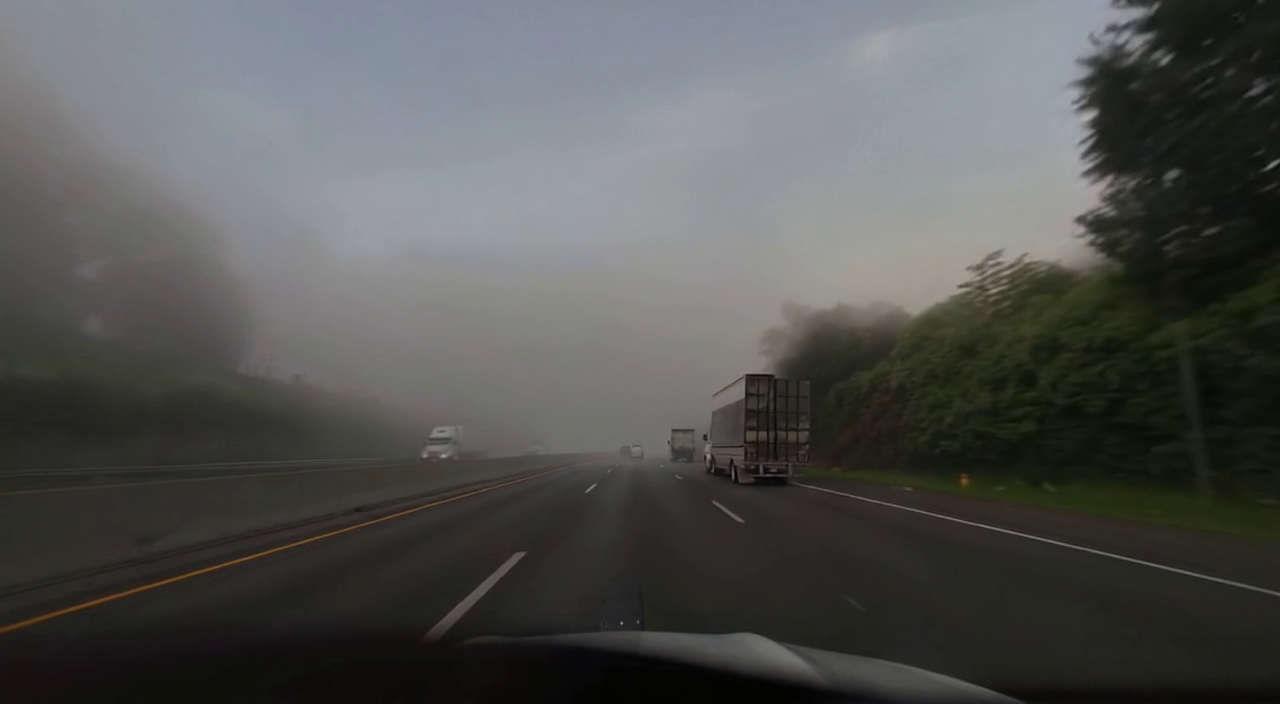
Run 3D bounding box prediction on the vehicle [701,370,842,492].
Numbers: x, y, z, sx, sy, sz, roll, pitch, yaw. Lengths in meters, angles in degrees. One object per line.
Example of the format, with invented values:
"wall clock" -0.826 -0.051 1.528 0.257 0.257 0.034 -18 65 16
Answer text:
"vehicle" 4.576 3.248 24.843 3.032 3.785 10.333 0 -9 -2
